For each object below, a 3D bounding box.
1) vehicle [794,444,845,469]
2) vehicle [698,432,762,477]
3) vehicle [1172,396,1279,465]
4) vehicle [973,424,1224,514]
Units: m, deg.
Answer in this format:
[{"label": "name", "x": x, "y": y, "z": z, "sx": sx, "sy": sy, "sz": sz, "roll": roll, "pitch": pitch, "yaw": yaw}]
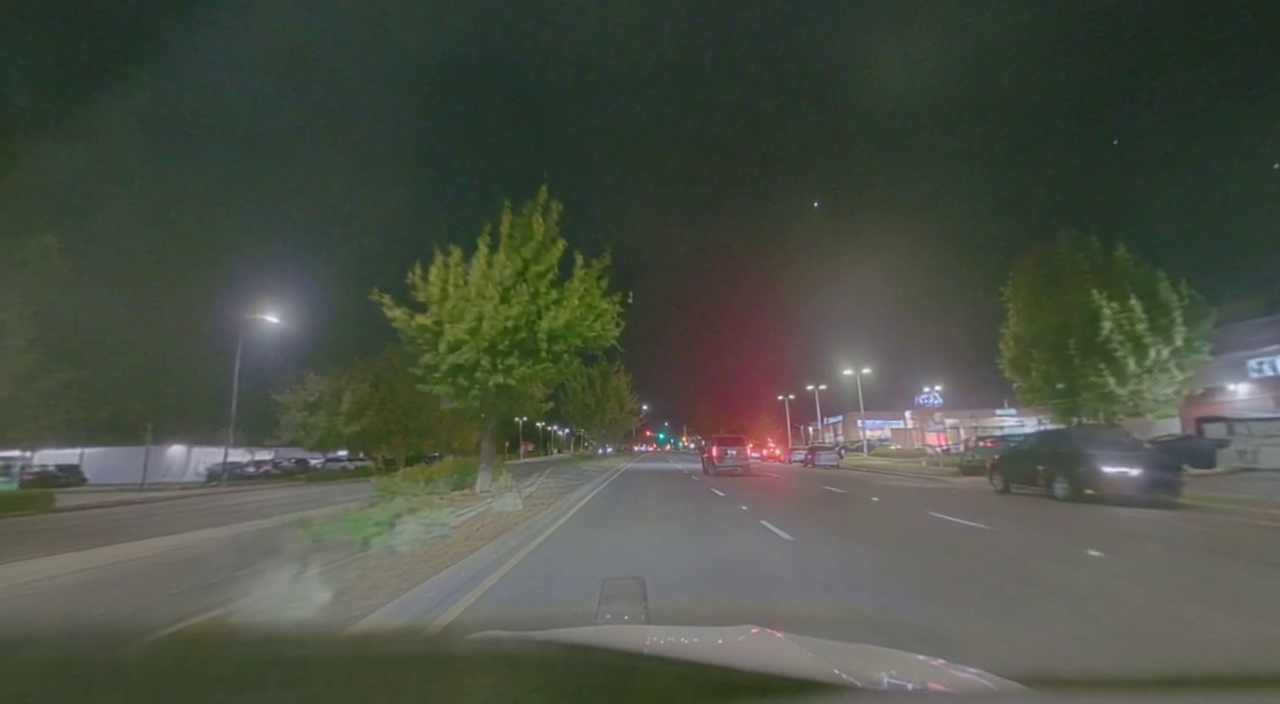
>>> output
[{"label": "vehicle", "x": 11.236, "y": 6.556, "z": 39.716, "sx": 1.842, "sy": 1.474, "sz": 4.456, "roll": 0, "pitch": -9, "yaw": 0}, {"label": "vehicle", "x": 3.979, "y": 4.643, "z": 28.630, "sx": 2.183, "sy": 1.845, "sz": 4.482, "roll": 0, "pitch": -9, "yaw": -1}, {"label": "vehicle", "x": 19.538, "y": 2.352, "z": 18.798, "sx": 2.175, "sy": 1.965, "sz": 5.909, "roll": 0, "pitch": -9, "yaw": 0}, {"label": "vehicle", "x": 10.587, "y": 2.737, "z": 15.266, "sx": 2.247, "sy": 1.799, "sz": 5.025, "roll": 0, "pitch": -9, "yaw": 0}]
